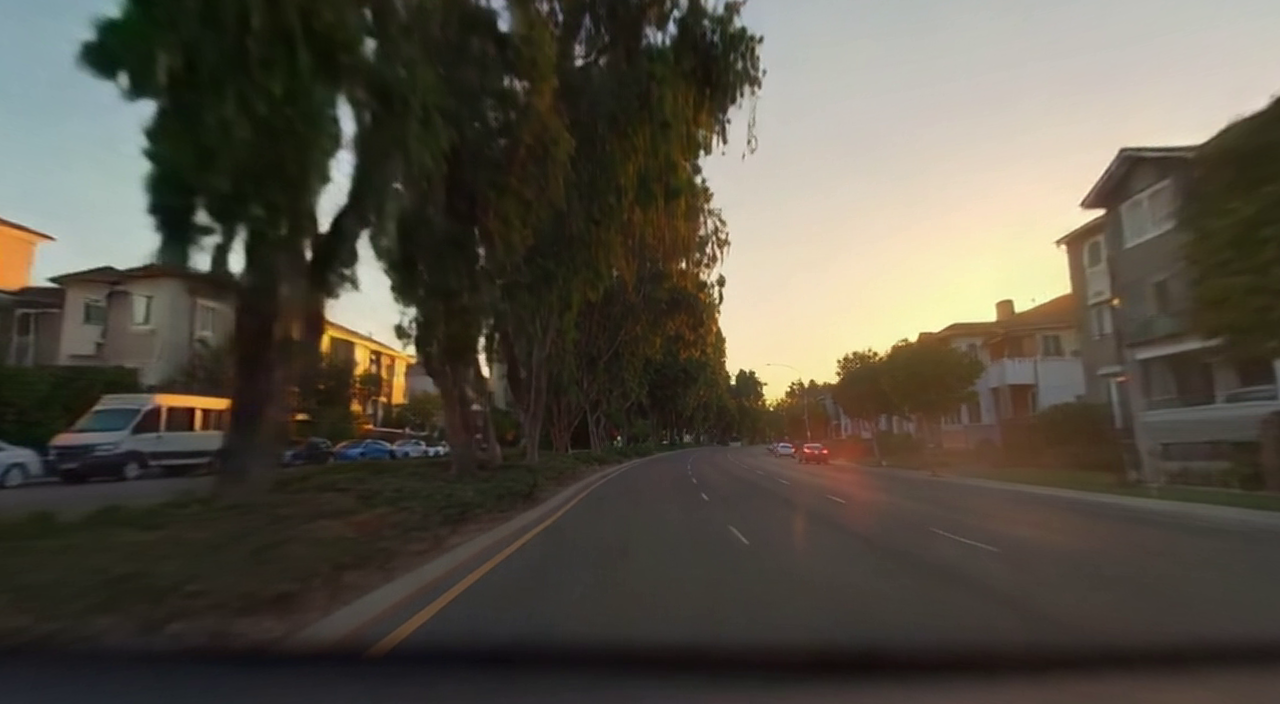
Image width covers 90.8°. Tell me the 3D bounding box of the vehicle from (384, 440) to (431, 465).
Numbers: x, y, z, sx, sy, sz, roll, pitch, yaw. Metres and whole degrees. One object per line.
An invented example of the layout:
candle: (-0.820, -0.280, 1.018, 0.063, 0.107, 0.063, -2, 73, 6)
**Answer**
vehicle: (-17.086, 7.402, 46.598, 1.686, 1.671, 4.477, -1, -9, 1)

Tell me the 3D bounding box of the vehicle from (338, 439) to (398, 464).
vehicle: (-17.520, 6.458, 40.983, 1.854, 1.490, 4.331, -2, -9, 2)

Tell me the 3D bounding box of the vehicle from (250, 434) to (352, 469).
vehicle: (-17.994, 5.331, 33.953, 2.076, 1.703, 5.595, 0, -9, 4)

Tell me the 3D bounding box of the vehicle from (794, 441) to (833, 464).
vehicle: (12.734, 7.410, 46.740, 1.992, 1.615, 4.460, -1, -9, 5)

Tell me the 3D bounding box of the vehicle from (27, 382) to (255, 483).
vehicle: (-18.448, 3.137, 24.156, 2.766, 3.279, 6.821, 0, -9, 3)
